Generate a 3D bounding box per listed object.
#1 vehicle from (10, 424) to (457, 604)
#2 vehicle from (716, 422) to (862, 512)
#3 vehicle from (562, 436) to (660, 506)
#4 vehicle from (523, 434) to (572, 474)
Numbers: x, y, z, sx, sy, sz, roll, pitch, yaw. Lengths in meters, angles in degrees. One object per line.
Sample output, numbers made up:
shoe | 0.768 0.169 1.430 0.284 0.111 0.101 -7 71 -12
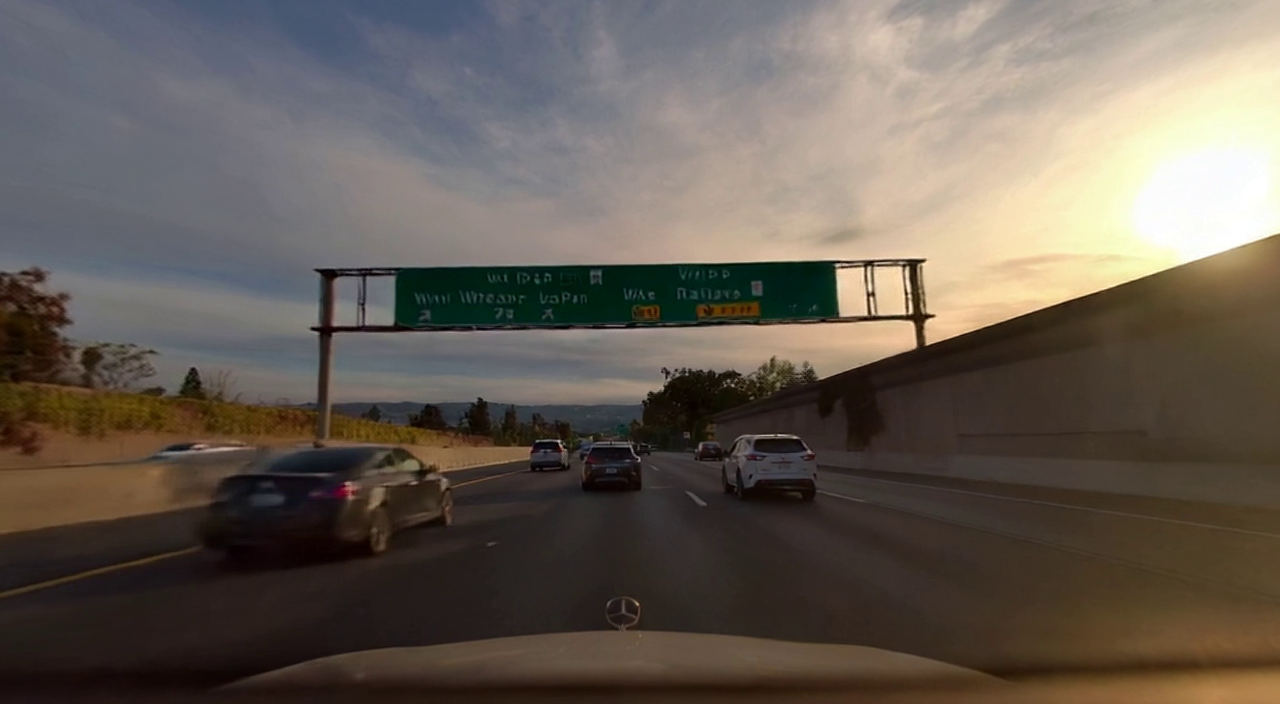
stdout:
vehicle | -4.242 1.776 8.119 2.214 1.512 5.389 0 -8 -1
vehicle | 3.282 2.658 15.080 2.162 1.800 4.693 0 -8 -2
vehicle | -0.680 2.864 15.647 2.098 1.475 3.997 0 -8 -2
vehicle | -4.862 5.444 33.869 1.983 1.948 4.822 0 -8 -1
